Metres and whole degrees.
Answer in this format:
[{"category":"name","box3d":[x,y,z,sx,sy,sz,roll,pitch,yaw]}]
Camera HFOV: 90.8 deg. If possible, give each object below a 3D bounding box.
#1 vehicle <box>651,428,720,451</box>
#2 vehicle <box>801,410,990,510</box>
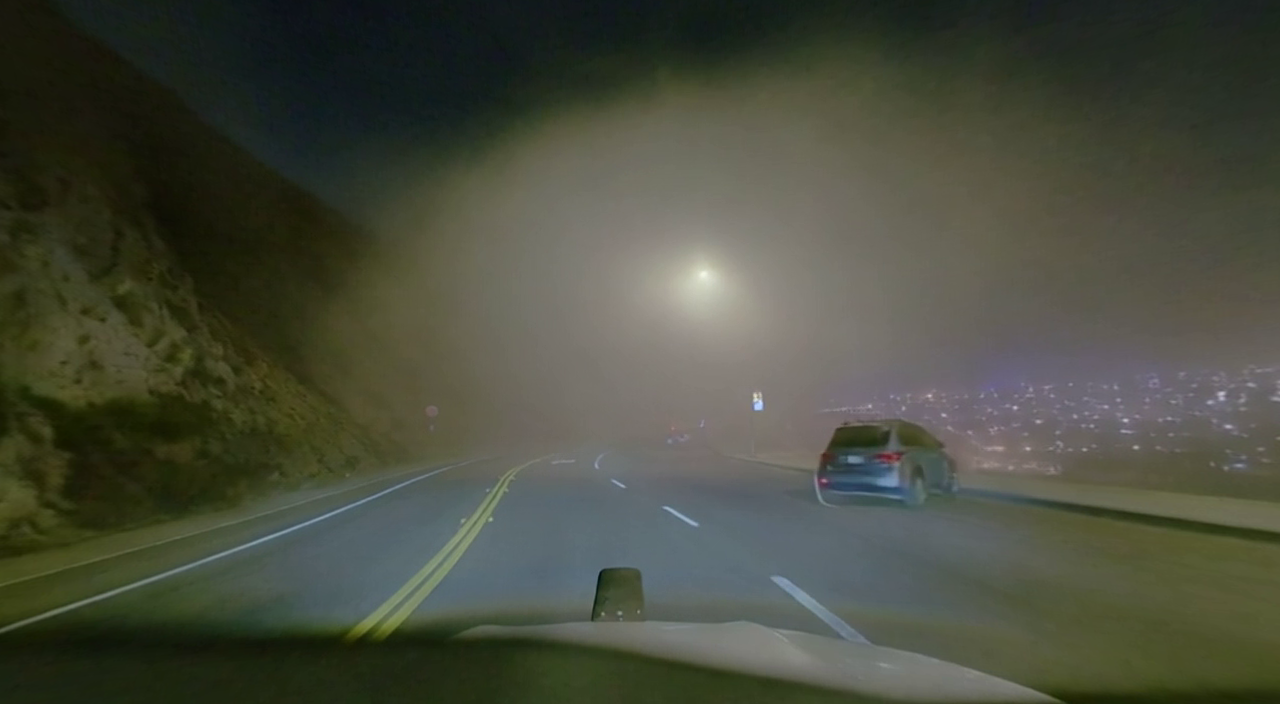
[{"category":"vehicle","box3d":[3.338,6.278,45.619,4.963,1.585,2.155,6,-10,-42]},{"category":"vehicle","box3d":[5.367,2.138,12.956,2.064,1.667,4.453,-8,-11,42]}]
